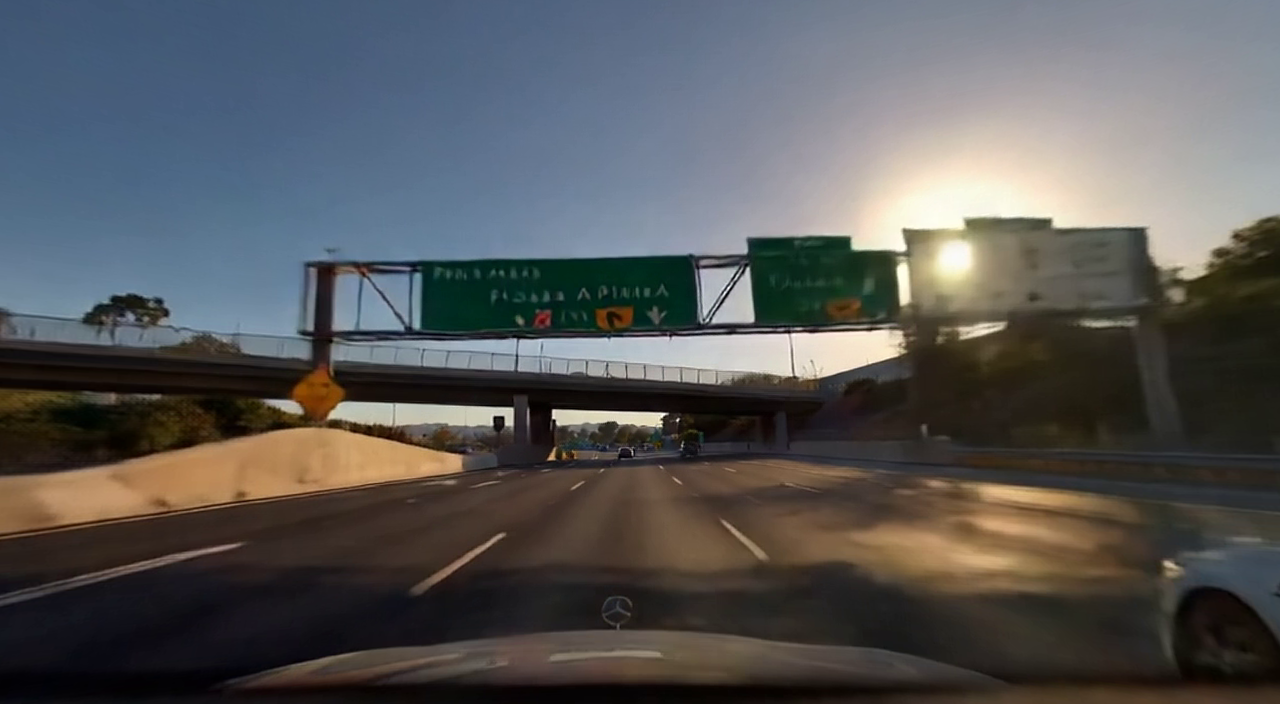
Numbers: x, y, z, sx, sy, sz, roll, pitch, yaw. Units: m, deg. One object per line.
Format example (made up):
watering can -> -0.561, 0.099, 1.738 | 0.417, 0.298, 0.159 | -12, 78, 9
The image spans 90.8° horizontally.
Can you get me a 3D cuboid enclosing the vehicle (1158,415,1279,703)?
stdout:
vehicle -> 3.878, 0.734, 0.851 | 2.217, 1.477, 4.817 | 0, -9, -1
